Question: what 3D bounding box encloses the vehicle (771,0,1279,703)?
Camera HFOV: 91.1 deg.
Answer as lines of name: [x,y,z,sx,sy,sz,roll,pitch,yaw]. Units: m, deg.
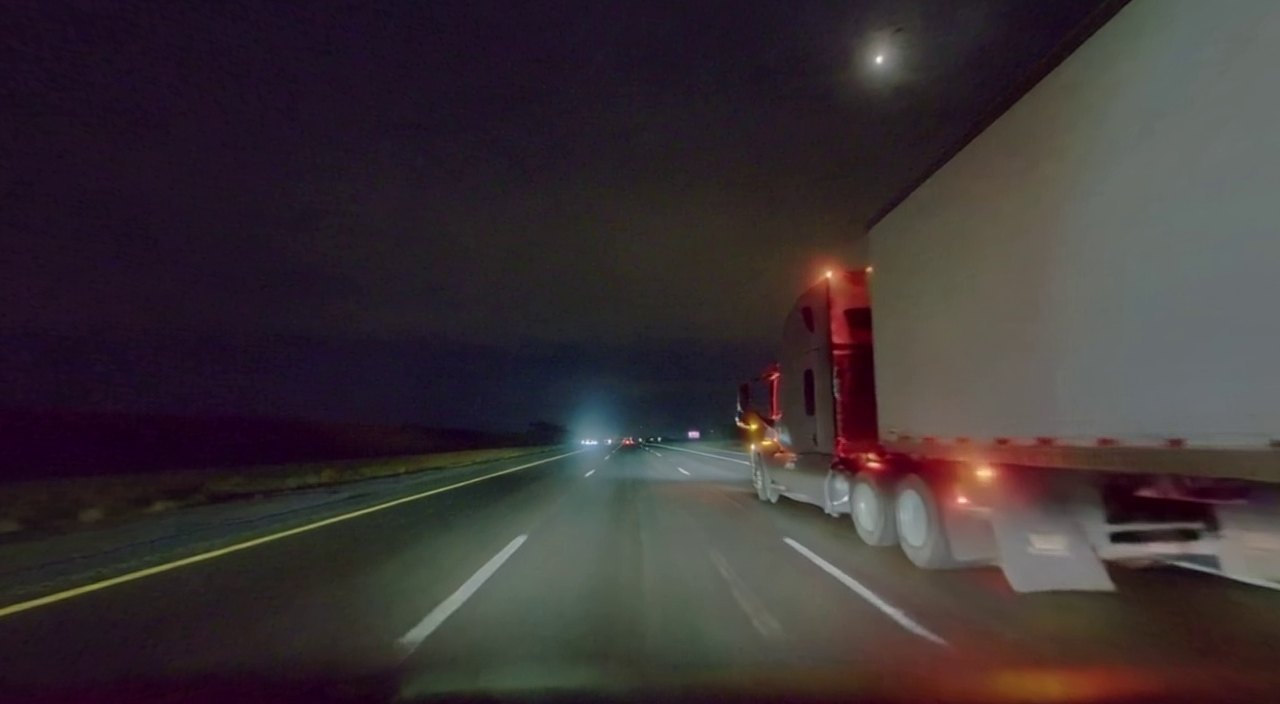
vehicle: [4.397,0.318,7.769,3.162,3.950,10.161,0,-8,-1]
